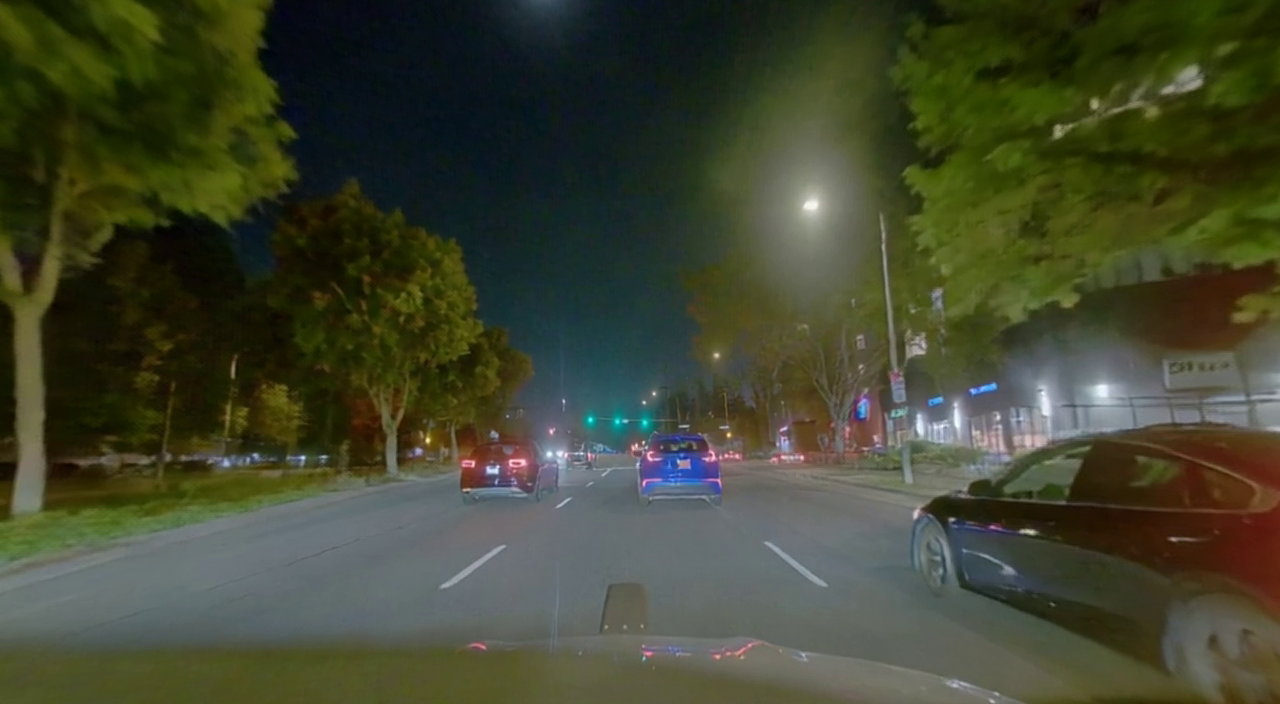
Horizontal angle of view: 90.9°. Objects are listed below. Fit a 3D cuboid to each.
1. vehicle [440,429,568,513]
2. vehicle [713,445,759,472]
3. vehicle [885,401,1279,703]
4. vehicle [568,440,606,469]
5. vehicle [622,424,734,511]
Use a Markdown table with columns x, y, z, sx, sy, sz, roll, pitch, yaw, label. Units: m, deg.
| x | y | z | sx | sy | sz | roll | pitch | yaw | label |
| --- | --- | --- | --- | --- | --- | --- | --- | --- | --- |
| -3.026 | 2.772 | 15.186 | 2.043 | 1.687 | 4.676 | 0 | -9 | 0 | vehicle |
| 5.557 | 6.219 | 37.035 | 2.010 | 1.486 | 4.498 | 0 | -9 | 1 | vehicle |
| 3.509 | 1.174 | 3.966 | 2.017 | 1.491 | 4.611 | 0 | -9 | -1 | vehicle |
| -3.340 | 6.548 | 40.396 | 2.014 | 1.755 | 4.360 | 0 | -9 | 0 | vehicle |
| 0.712 | 2.700 | 15.121 | 2.280 | 1.747 | 4.361 | 0 | -9 | -2 | vehicle |
